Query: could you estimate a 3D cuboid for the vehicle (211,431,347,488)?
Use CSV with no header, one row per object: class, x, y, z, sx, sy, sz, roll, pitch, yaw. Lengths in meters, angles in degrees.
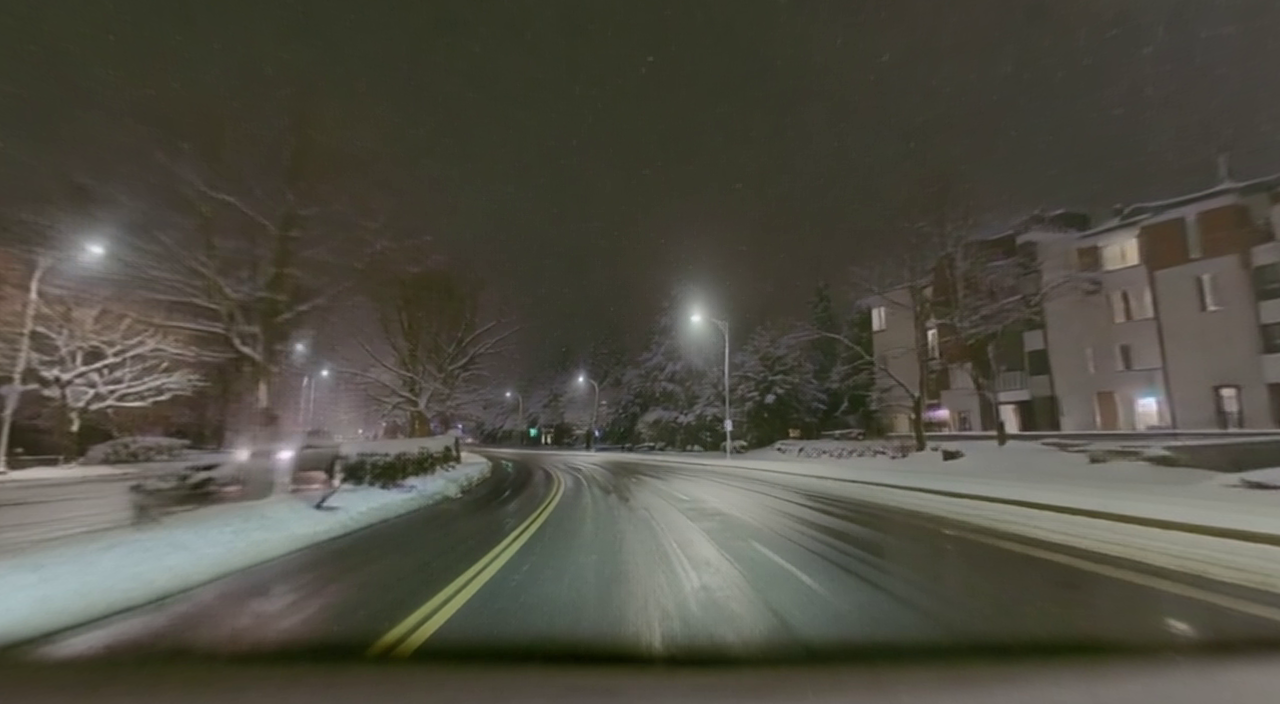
vehicle,-12.573,3.773,22.434,2.349,1.790,4.940,1,-9,-7
